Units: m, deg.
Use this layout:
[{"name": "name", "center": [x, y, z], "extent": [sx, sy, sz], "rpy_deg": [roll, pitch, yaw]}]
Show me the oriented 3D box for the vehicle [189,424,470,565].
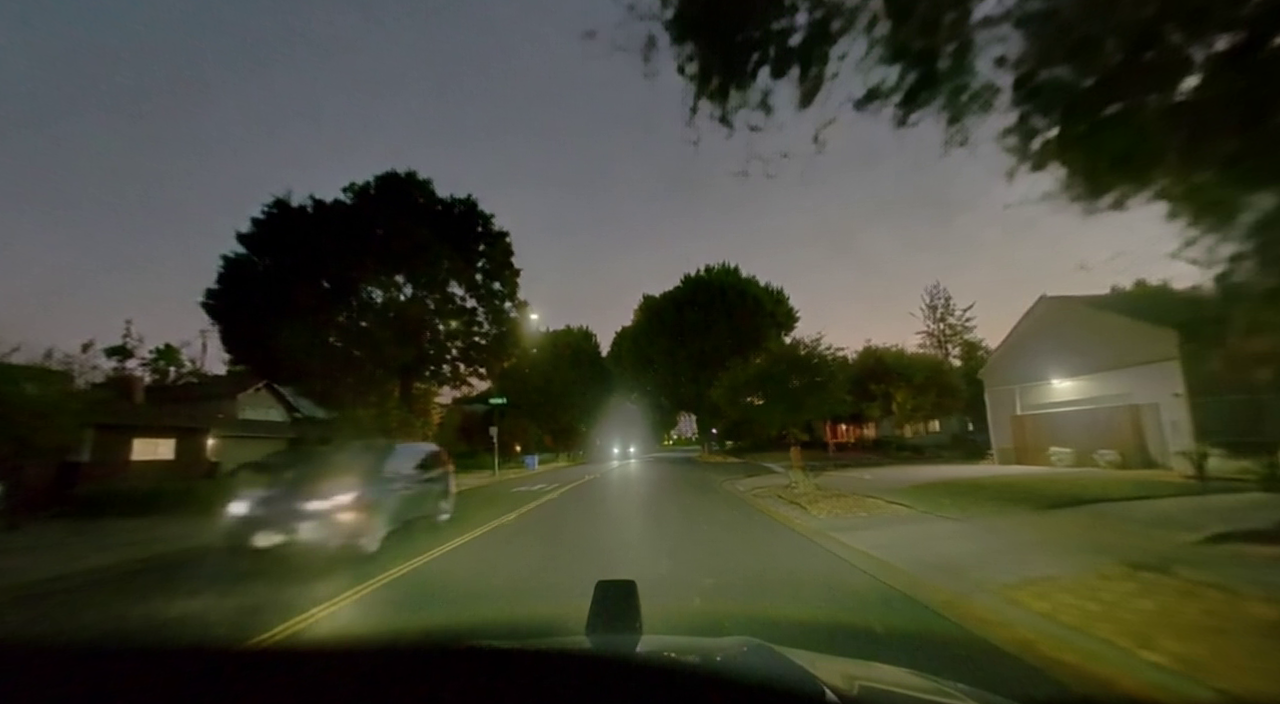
[{"name": "vehicle", "center": [-4.484, 2.115, 10.190], "extent": [2.131, 1.731, 4.533], "rpy_deg": [0, -9, 1]}]
